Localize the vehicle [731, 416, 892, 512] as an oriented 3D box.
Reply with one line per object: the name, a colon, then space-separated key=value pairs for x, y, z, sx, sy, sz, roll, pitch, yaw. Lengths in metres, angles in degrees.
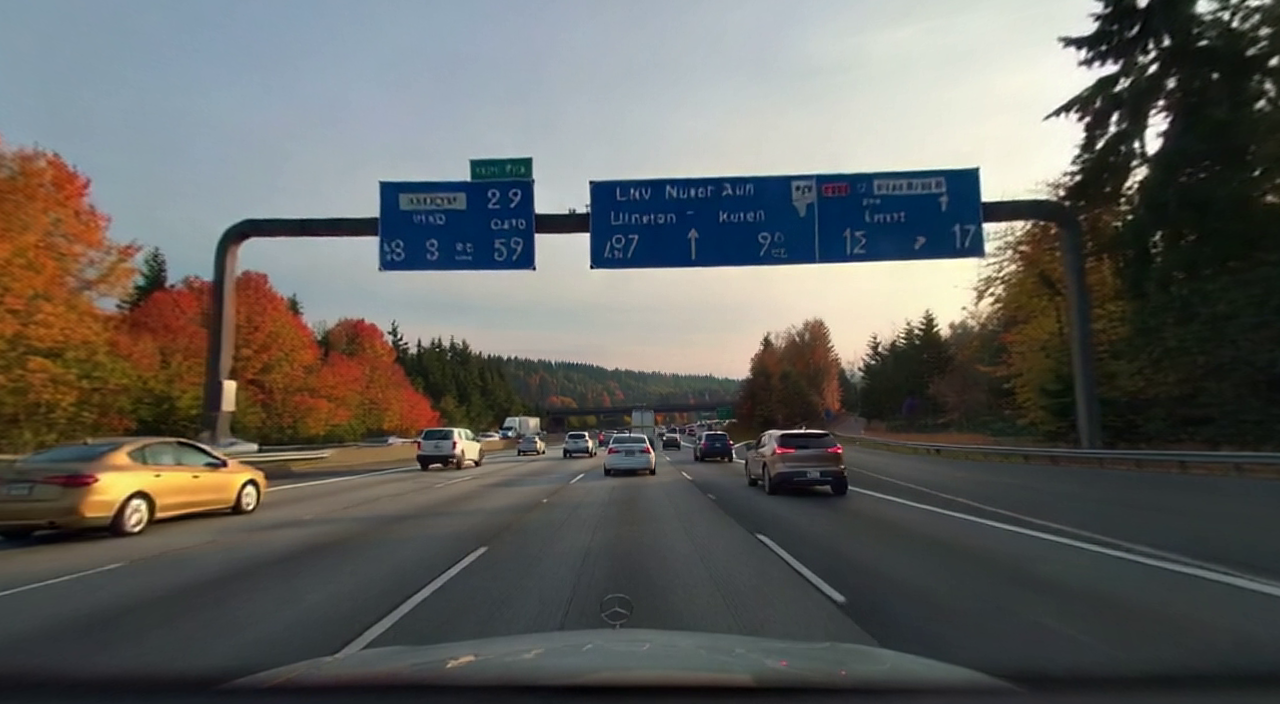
vehicle: x=3.327 y=2.263 z=13.250 sx=2.095 sy=1.650 sz=4.331 roll=0 pitch=-8 yaw=-1

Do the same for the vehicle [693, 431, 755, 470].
vehicle: x=3.447 y=4.158 z=26.765 sx=1.972 sy=1.516 sz=4.514 roll=0 pitch=-8 yaw=-1

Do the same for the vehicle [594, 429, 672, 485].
vehicle: x=-0.208 y=3.138 z=19.177 sx=2.111 sy=1.494 sz=4.364 roll=0 pitch=-8 yaw=0

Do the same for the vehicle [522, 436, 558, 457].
vehicle: x=-7.147 y=6.776 z=45.346 sx=1.896 sy=1.429 sz=4.348 roll=0 pitch=-8 yaw=0

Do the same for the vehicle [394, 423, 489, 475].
vehicle: x=-7.533 y=3.728 z=24.437 sx=2.117 sy=1.779 sz=4.745 roll=0 pitch=-8 yaw=1

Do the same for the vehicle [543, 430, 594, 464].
vehicle: x=-3.626 y=4.928 z=32.801 sx=2.064 sy=1.672 sz=4.277 roll=0 pitch=-8 yaw=1

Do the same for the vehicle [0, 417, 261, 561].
vehicle: x=-7.489 y=1.740 z=8.749 sx=1.934 sy=1.526 sz=3.966 roll=0 pitch=-8 yaw=0

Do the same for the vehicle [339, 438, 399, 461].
vehicle: x=-19.013 y=6.851 z=44.338 sx=1.995 sy=1.529 sz=5.004 roll=0 pitch=-8 yaw=0
